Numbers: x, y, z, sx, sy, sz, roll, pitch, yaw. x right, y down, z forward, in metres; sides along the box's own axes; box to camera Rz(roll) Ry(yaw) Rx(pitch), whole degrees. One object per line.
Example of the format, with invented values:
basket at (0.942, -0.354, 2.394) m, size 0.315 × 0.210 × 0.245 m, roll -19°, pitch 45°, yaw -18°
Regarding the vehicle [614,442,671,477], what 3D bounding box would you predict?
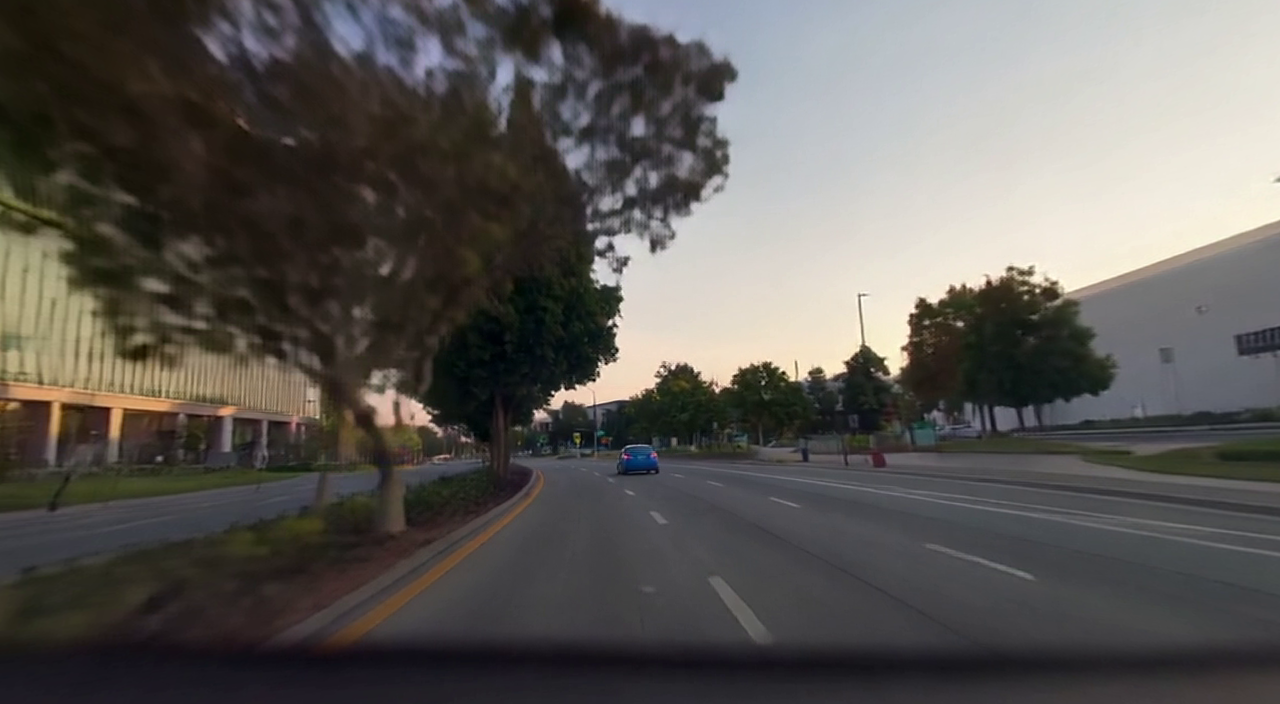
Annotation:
vehicle at (0.023, 5.460, 32.441) m, size 2.165 × 1.633 × 4.381 m, roll 1°, pitch -9°, yaw -10°
